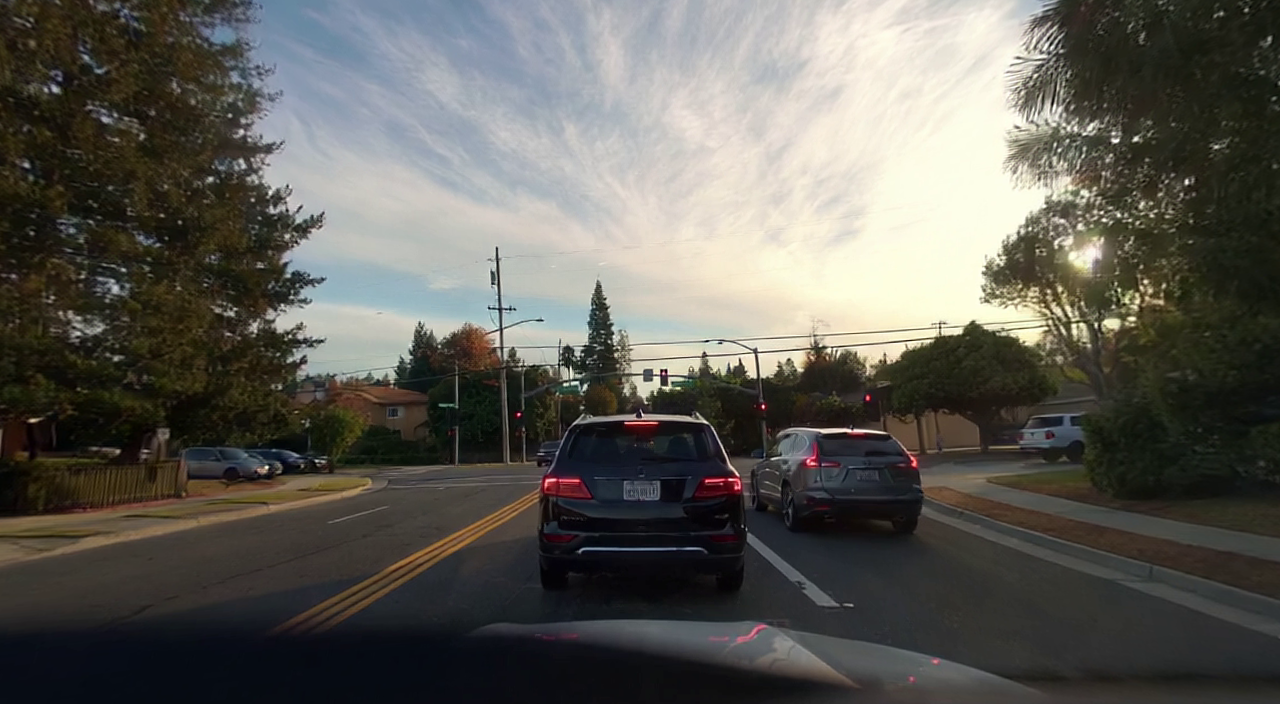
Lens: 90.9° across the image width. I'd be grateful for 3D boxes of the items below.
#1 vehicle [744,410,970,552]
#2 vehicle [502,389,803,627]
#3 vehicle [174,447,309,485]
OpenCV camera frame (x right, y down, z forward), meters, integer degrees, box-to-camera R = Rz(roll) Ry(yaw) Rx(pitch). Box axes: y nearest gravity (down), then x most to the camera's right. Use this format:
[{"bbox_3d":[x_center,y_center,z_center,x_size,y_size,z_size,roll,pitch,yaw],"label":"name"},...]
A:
[{"bbox_3d":[3.073,1.924,10.079,1.967,1.756,4.281,0,-8,-1],"label":"vehicle"},{"bbox_3d":[0.062,1.420,6.654,2.151,1.695,4.100,0,-8,-1],"label":"vehicle"},{"bbox_3d":[-16.153,4.632,25.715,4.245,1.446,1.827,0,-8,1],"label":"vehicle"}]
